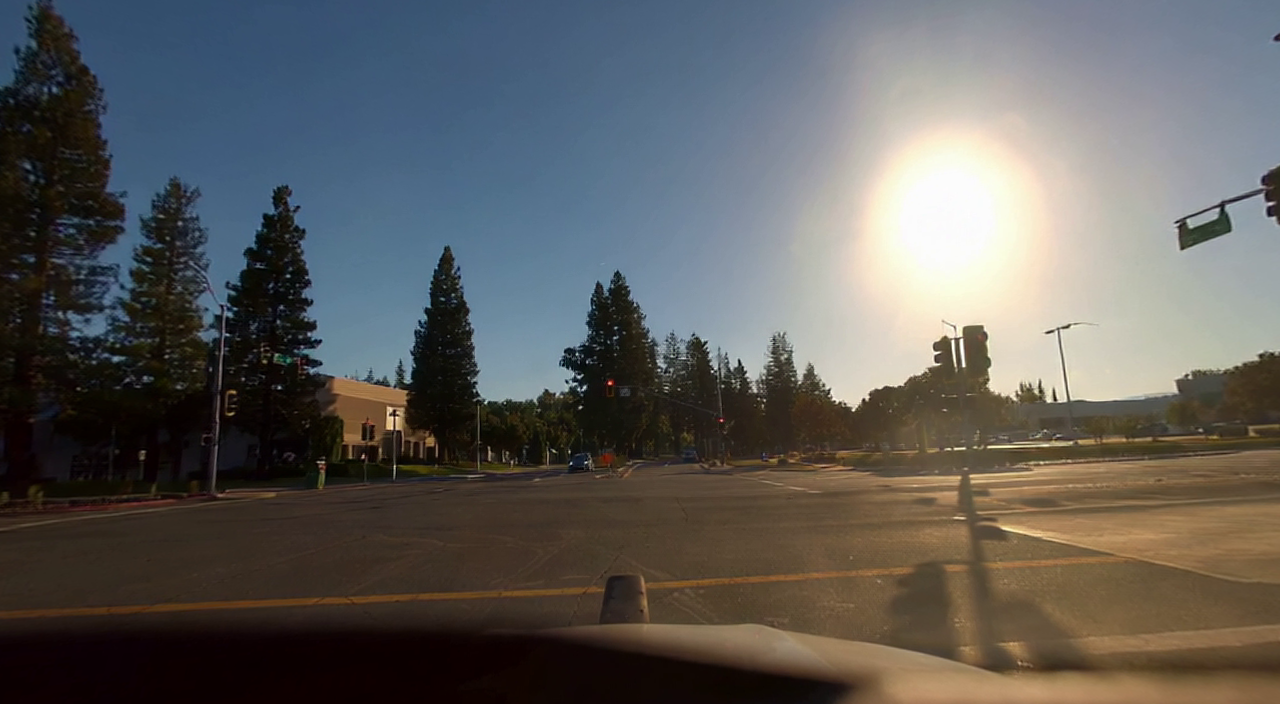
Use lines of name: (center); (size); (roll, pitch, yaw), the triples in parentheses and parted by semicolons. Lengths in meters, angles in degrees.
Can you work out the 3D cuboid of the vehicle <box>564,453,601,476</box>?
vehicle: (-4.481, 8.846, 49.827); (2.030, 1.704, 4.205); (-1, -8, 7)
